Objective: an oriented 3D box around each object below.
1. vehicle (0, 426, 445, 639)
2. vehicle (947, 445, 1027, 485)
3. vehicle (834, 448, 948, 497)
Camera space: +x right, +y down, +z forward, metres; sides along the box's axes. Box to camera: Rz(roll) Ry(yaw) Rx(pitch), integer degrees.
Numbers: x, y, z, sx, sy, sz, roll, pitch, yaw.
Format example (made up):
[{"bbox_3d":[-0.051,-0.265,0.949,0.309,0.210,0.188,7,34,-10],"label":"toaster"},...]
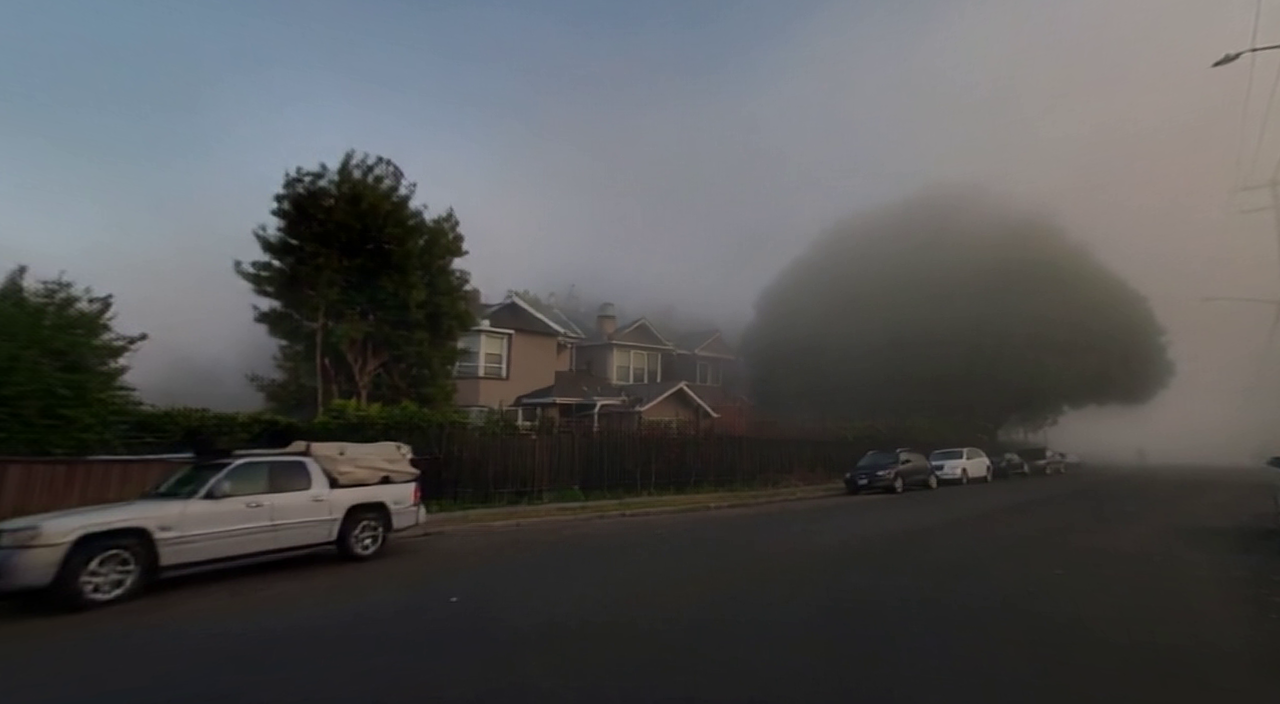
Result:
[{"bbox_3d":[-4.532,1.674,7.042,2.082,1.547,4.217,-5,-10,28],"label":"vehicle"},{"bbox_3d":[16.010,5.141,29.051,4.221,1.673,1.918,8,-12,-44],"label":"vehicle"},{"bbox_3d":[8.733,4.057,21.745,1.930,1.478,4.731,-8,-12,43],"label":"vehicle"}]
